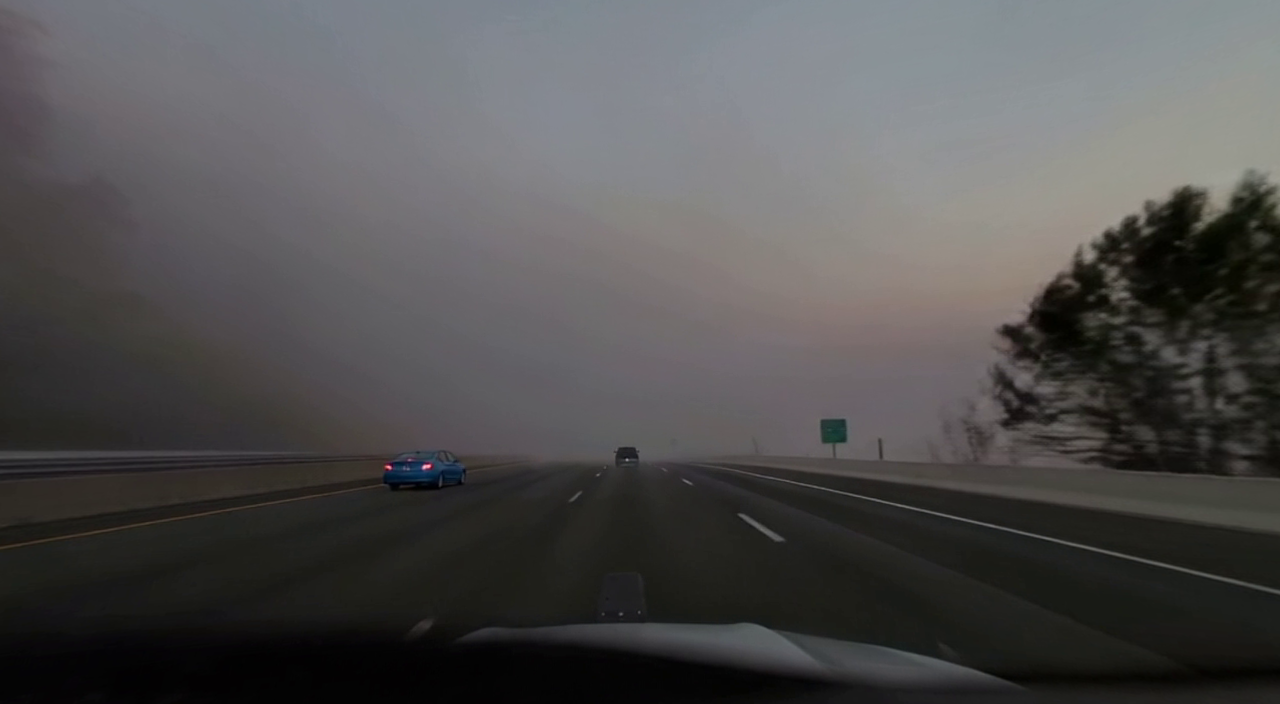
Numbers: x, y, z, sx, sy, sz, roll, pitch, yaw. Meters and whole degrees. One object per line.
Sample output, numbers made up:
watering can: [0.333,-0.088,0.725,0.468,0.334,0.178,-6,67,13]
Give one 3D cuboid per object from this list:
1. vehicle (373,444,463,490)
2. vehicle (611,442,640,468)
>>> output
vehicle: [-7.897,4.094,22.879,1.915,1.479,3.843,0,-9,-1]
vehicle: [-1.121,7.656,47.114,1.990,1.878,4.079,0,-9,-3]
